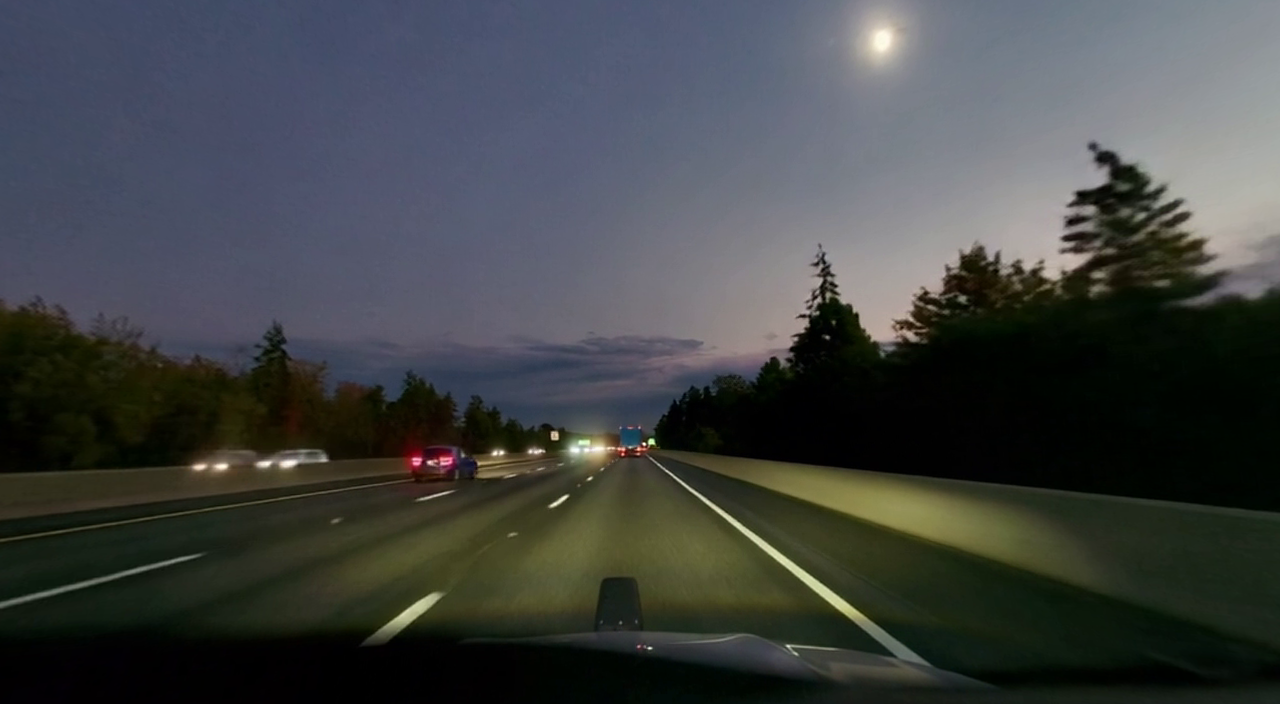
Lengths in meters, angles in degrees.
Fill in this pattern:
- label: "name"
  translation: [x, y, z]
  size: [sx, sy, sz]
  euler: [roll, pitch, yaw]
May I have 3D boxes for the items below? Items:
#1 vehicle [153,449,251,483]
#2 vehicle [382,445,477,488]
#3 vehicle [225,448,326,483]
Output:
- label: "vehicle"
  translation: [-21.788, 5.669, 31.671]
  size: [1.848, 1.553, 4.323]
  euler: [0, -9, -1]
- label: "vehicle"
  translation: [-8.060, 4.400, 24.687]
  size: [2.155, 1.504, 4.490]
  euler: [0, -9, 0]
- label: "vehicle"
  translation: [-17.672, 5.491, 30.984]
  size: [2.261, 1.528, 4.563]
  euler: [0, -9, -1]
